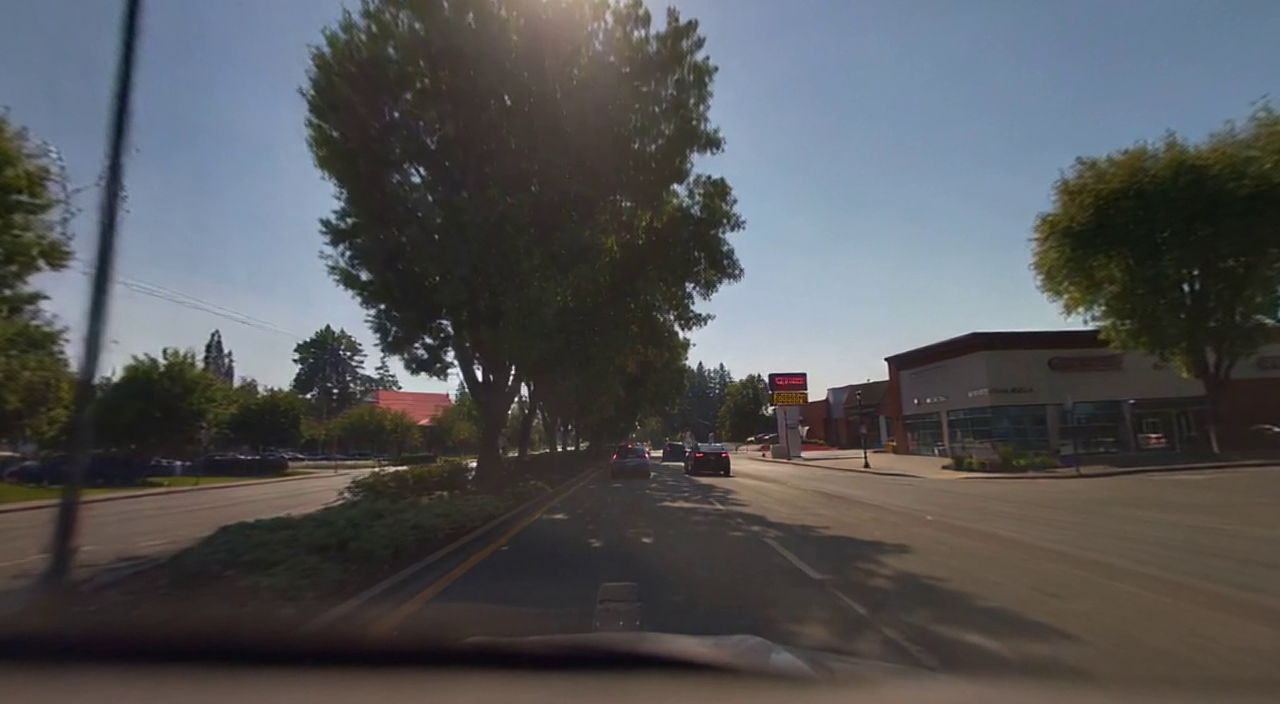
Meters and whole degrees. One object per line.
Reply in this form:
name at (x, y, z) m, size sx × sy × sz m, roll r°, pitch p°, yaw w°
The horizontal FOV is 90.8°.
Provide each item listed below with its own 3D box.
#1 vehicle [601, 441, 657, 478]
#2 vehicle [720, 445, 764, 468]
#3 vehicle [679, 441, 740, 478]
vehicle at (-0.501, 4.670, 27.770) m, size 2.242 × 1.474 × 4.127 m, roll 0°, pitch -8°, yaw -2°
vehicle at (6.525, 6.706, 40.843) m, size 2.068 × 1.393 × 3.874 m, roll 0°, pitch -8°, yaw -2°
vehicle at (3.030, 4.824, 28.644) m, size 2.057 × 1.491 × 4.675 m, roll 0°, pitch -8°, yaw -2°
